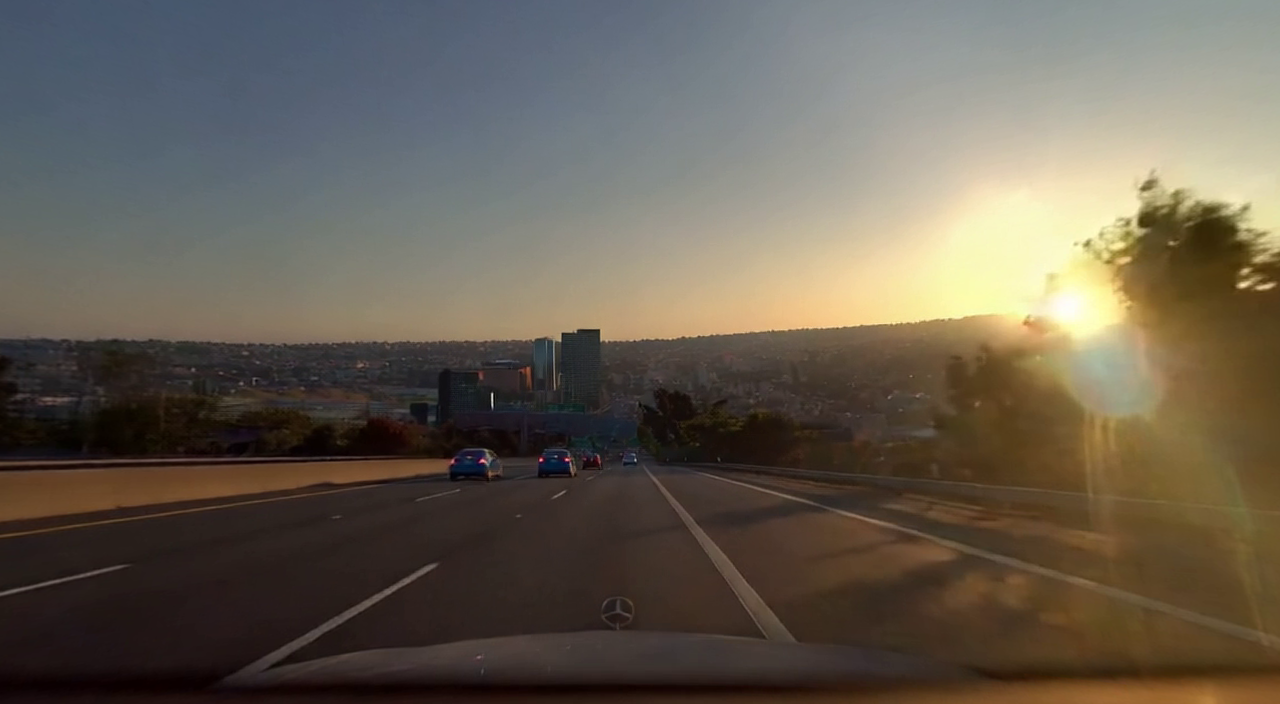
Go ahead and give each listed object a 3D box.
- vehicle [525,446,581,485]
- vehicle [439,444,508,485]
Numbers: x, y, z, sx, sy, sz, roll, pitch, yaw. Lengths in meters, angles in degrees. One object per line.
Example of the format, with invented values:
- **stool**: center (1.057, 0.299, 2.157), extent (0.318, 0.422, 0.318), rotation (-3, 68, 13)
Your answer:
- **vehicle**: center (-4.099, 5.452, 30.552), extent (2.075, 1.702, 4.257), rotation (0, -9, 0)
- **vehicle**: center (-7.990, 5.457, 30.886), extent (2.040, 1.824, 4.917), rotation (0, -9, 0)
